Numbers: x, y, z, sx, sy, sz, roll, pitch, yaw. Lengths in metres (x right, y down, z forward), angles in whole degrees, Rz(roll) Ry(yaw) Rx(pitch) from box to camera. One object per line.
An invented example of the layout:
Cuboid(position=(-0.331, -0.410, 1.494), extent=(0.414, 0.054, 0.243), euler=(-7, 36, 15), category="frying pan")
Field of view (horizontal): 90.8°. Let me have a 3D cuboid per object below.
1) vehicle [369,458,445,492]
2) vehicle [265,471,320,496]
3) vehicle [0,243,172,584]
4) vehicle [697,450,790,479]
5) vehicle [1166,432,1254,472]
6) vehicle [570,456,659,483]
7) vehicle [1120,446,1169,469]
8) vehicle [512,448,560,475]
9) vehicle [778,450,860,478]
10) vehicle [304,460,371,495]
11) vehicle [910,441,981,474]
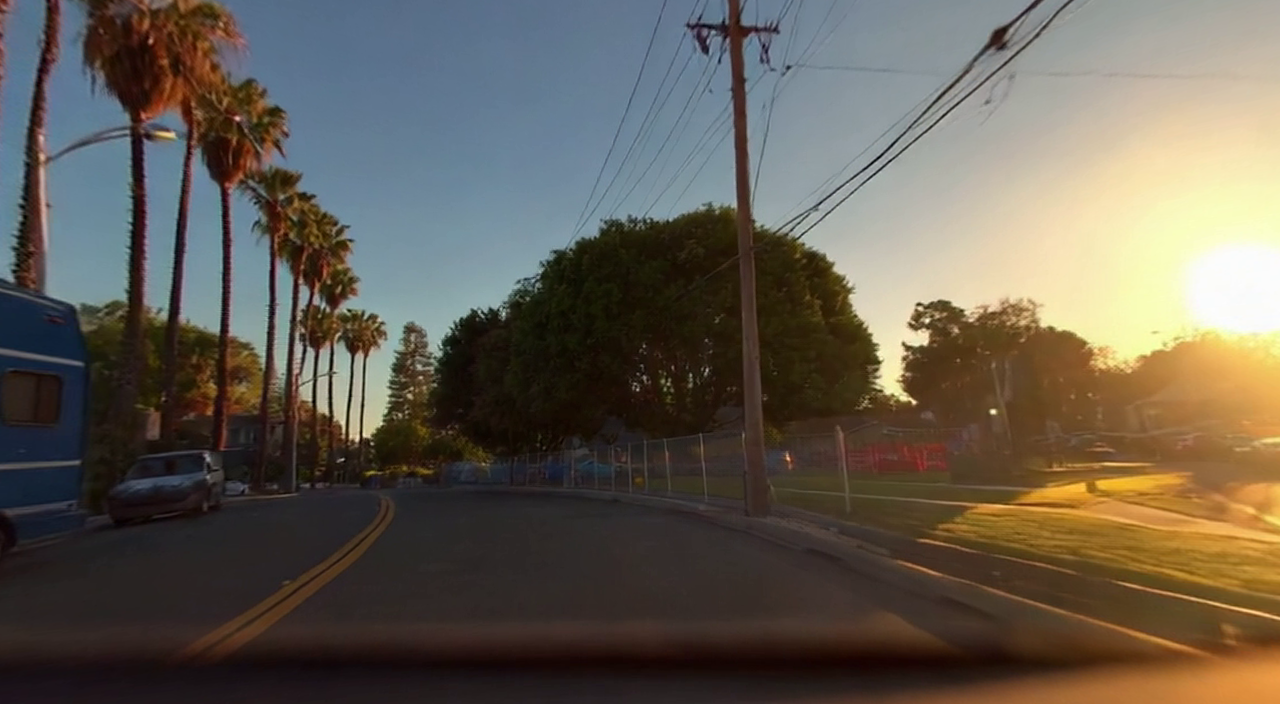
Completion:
Cuboid(position=(-14.643, 7.688, 39.695), extent=(4.586, 1.784, 1.890), euler=(-4, -6, 27), category="vehicle")
Cuboid(position=(-25.908, 9.746, 47.058), extent=(4.075, 1.482, 1.789), euler=(-5, -7, 32), category="vehicle")
Cuboid(position=(-8.202, 0.415, 4.128), extent=(3.216, 3.720, 11.364), euler=(0, -6, -9), category="vehicle")
Cuboid(position=(5.980, 6.476, 36.601), extent=(4.952, 1.472, 1.837), euler=(1, -6, -10), category="vehicle")
Cuboid(position=(33.240, 5.783, 37.031), extent=(2.094, 1.992, 4.941), euler=(-4, -6, 22), category="vehicle")
Cuboid(position=(-1.430, 6.750, 36.425), extent=(4.966, 1.377, 1.739), euler=(-1, -6, 4), category="vehicle")
Cuboid(position=(38.308, 7.994, 48.063), extent=(1.912, 1.455, 4.268), euler=(-4, -6, 25), category="vehicle")
Cuboid(position=(-7.920, 8.368, 48.535), extent=(2.164, 1.764, 4.492), euler=(-2, -6, 11), category="vehicle")
Cuboid(position=(10.751, 6.688, 37.943), extent=(4.461, 1.417, 1.781), euler=(1, -6, -18), category="vehicle")
Cuboid(position=(-20.996, 8.631, 43.756), extent=(4.844, 1.974, 2.092), euler=(-5, -7, 36), category="vehicle")
Cuboid(position=(20.893, 7.144, 43.148), extent=(4.994, 1.898, 2.267), euler=(3, -7, -38), category="vehicle")
